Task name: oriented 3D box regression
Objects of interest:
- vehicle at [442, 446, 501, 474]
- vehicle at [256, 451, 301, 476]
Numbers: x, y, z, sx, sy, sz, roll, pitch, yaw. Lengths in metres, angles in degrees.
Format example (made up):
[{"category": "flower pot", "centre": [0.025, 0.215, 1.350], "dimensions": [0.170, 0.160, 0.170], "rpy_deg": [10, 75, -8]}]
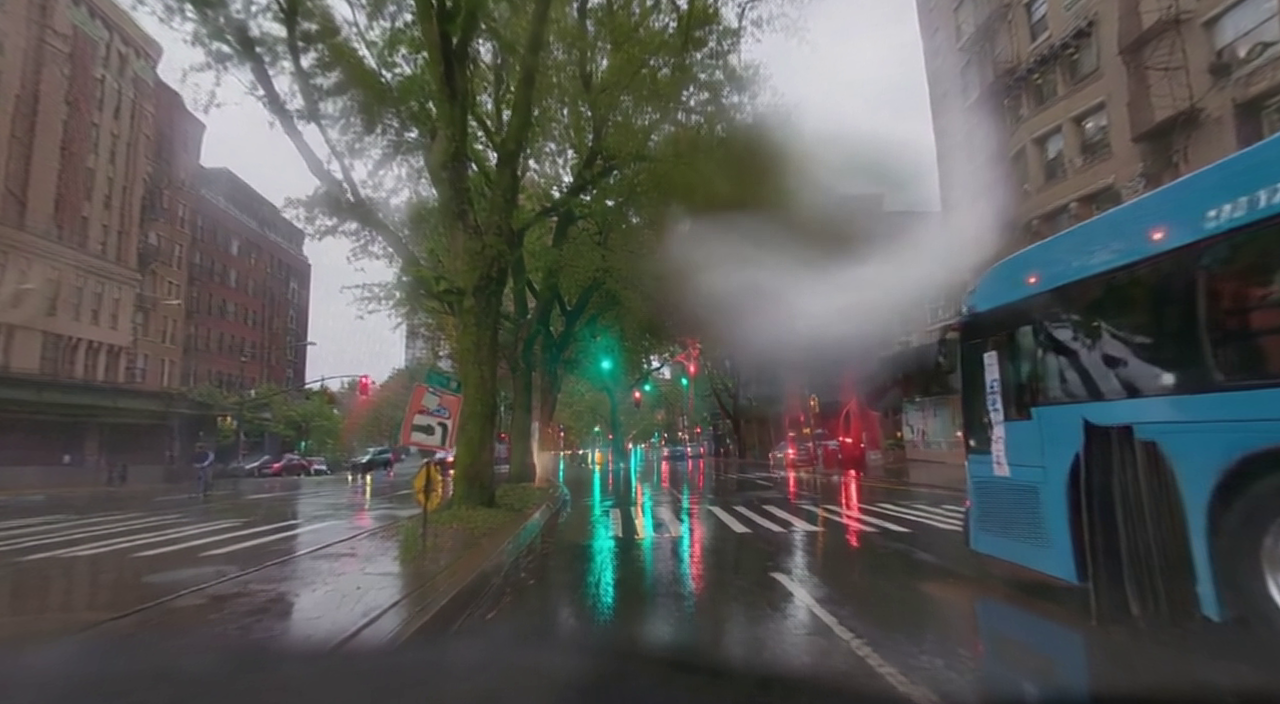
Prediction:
[{"category": "vehicle", "centre": [-10.104, 6.368, 37.634], "dimensions": [2.123, 1.544, 4.158], "rpy_deg": [5, -10, -33]}, {"category": "vehicle", "centre": [-28.604, 8.759, 49.876], "dimensions": [2.199, 1.838, 4.222], "rpy_deg": [7, -11, -40]}]
